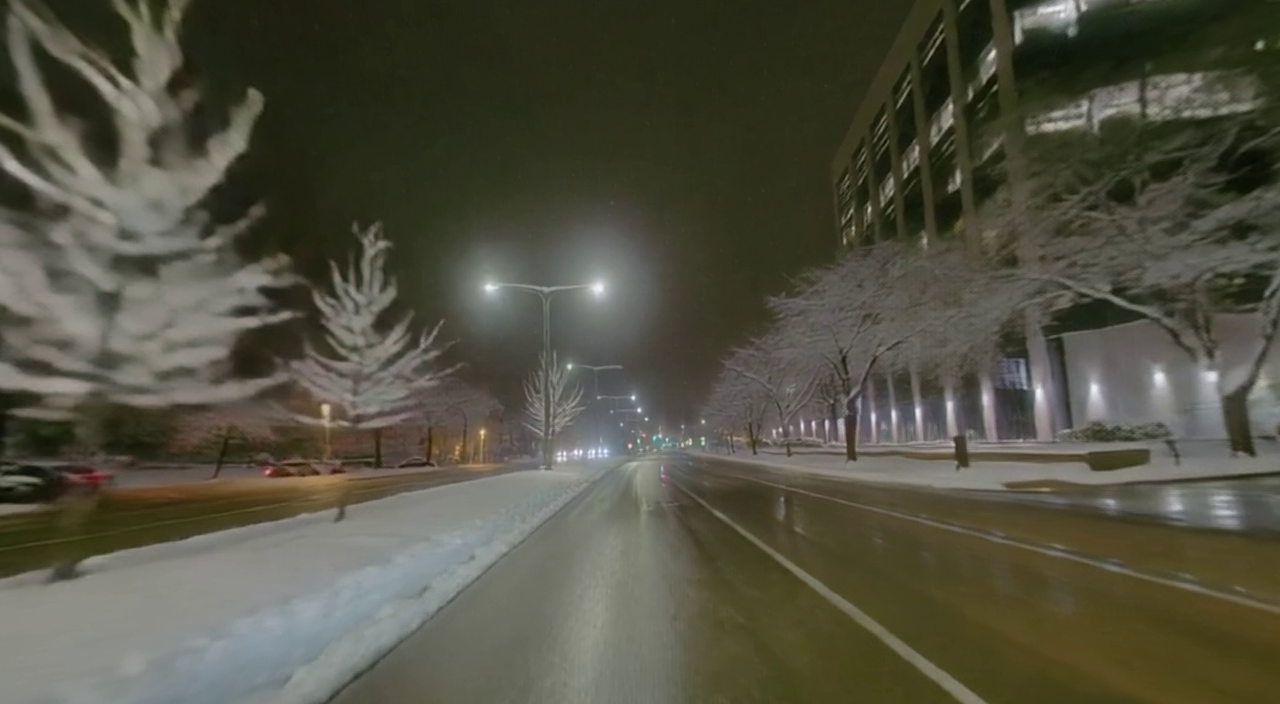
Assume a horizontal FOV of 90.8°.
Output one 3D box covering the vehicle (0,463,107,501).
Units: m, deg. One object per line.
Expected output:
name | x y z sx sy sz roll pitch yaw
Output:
vehicle | -26.790 5.774 27.958 4.410 1.430 1.897 1 -9 -23
